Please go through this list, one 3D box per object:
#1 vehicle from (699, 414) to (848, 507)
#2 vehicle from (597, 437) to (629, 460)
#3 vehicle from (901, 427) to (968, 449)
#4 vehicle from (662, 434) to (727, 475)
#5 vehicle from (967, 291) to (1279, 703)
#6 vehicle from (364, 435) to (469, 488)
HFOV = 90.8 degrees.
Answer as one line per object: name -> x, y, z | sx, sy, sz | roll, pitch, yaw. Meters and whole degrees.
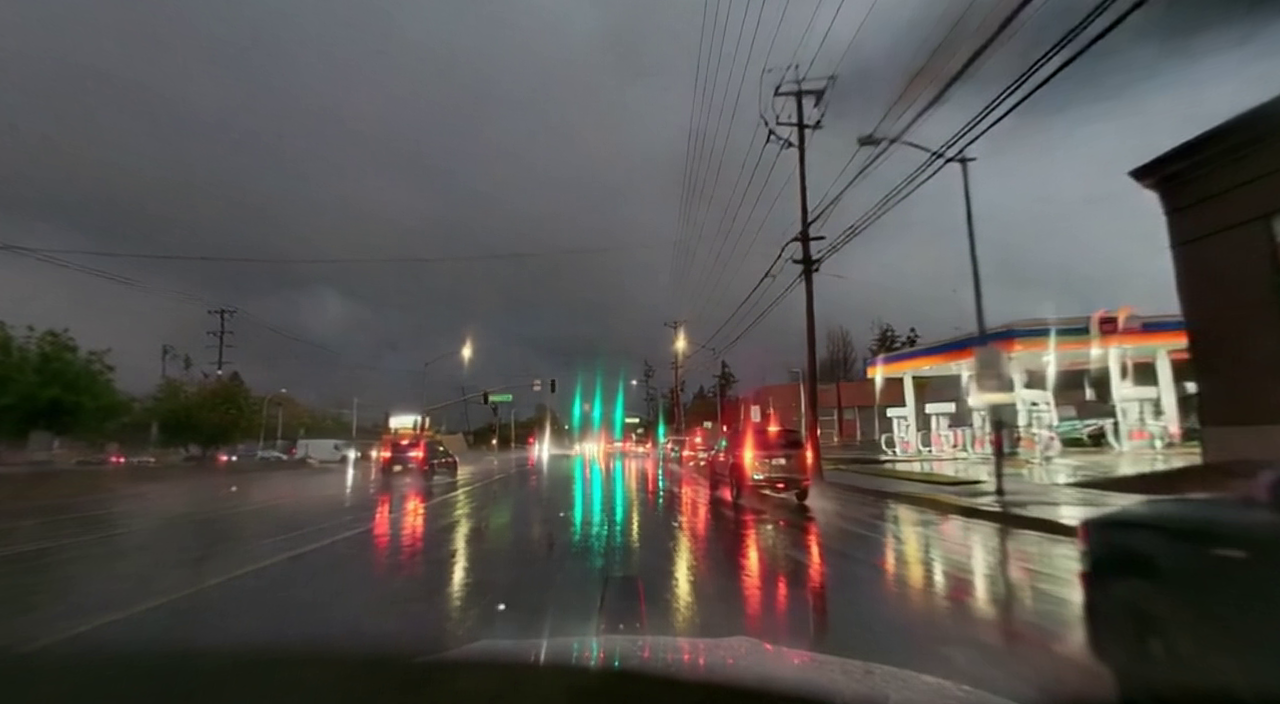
vehicle -> 2.912, 2.529, 15.131 | 2.124, 1.824, 4.973 | 0, -8, -4
vehicle -> -1.889, 6.579, 43.078 | 2.065, 1.484, 3.894 | 0, -8, -4
vehicle -> 22.181, 6.550, 47.823 | 1.934, 1.570, 5.073 | 1, -9, -10
vehicle -> 2.127, 4.163, 25.877 | 1.945, 1.470, 4.363 | 0, -8, -5
vehicle -> 3.560, 0.584, 1.488 | 2.582, 1.810, 5.315 | 0, -8, -2
vehicle -> -7.006, 3.461, 20.309 | 2.075, 1.470, 4.190 | 0, -8, -4
